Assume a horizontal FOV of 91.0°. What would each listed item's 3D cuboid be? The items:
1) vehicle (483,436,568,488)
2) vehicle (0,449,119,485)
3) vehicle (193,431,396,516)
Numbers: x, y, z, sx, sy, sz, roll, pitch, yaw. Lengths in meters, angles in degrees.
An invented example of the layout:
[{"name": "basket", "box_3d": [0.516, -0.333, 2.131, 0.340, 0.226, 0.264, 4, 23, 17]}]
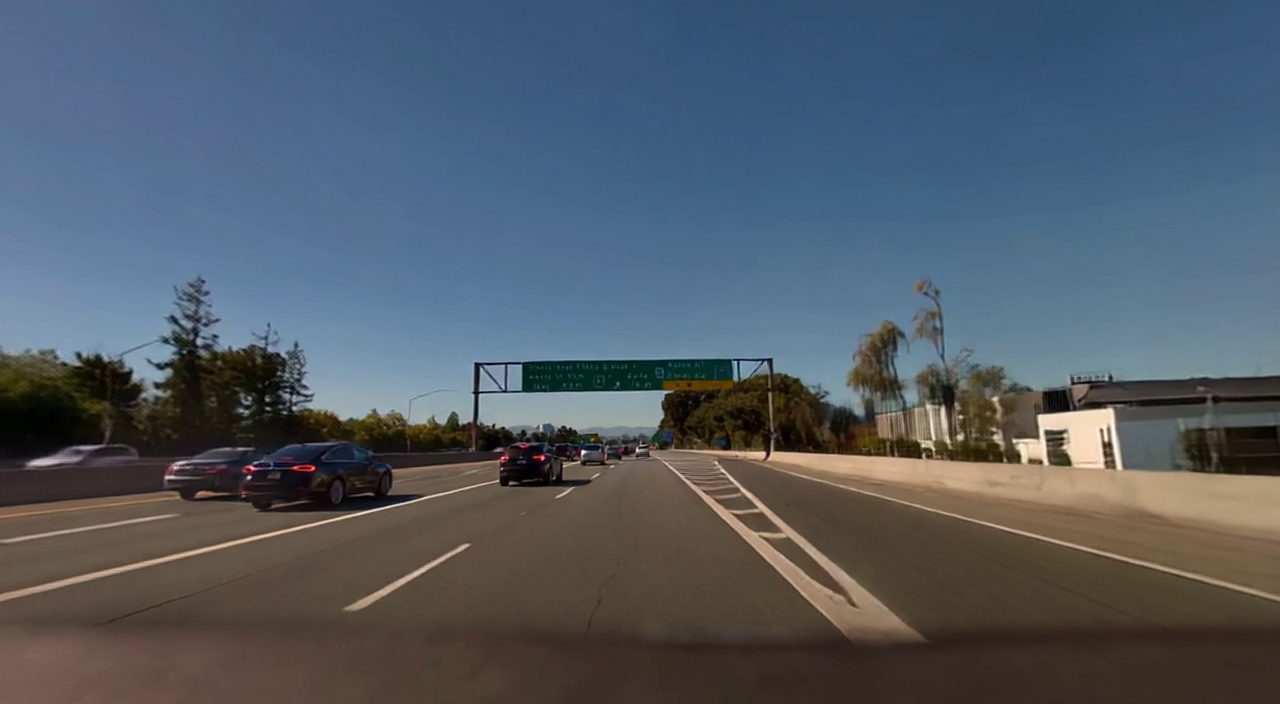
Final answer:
[{"name": "vehicle", "box_3d": [-4.020, 3.958, 22.963, 2.158, 1.717, 4.375, 0, -9, 2]}, {"name": "vehicle", "box_3d": [-27.322, 5.294, 29.347, 1.885, 1.530, 4.800, 0, -9, 0]}, {"name": "vehicle", "box_3d": [-7.744, 2.753, 14.786, 2.071, 1.661, 4.540, 0, -9, 1]}]
